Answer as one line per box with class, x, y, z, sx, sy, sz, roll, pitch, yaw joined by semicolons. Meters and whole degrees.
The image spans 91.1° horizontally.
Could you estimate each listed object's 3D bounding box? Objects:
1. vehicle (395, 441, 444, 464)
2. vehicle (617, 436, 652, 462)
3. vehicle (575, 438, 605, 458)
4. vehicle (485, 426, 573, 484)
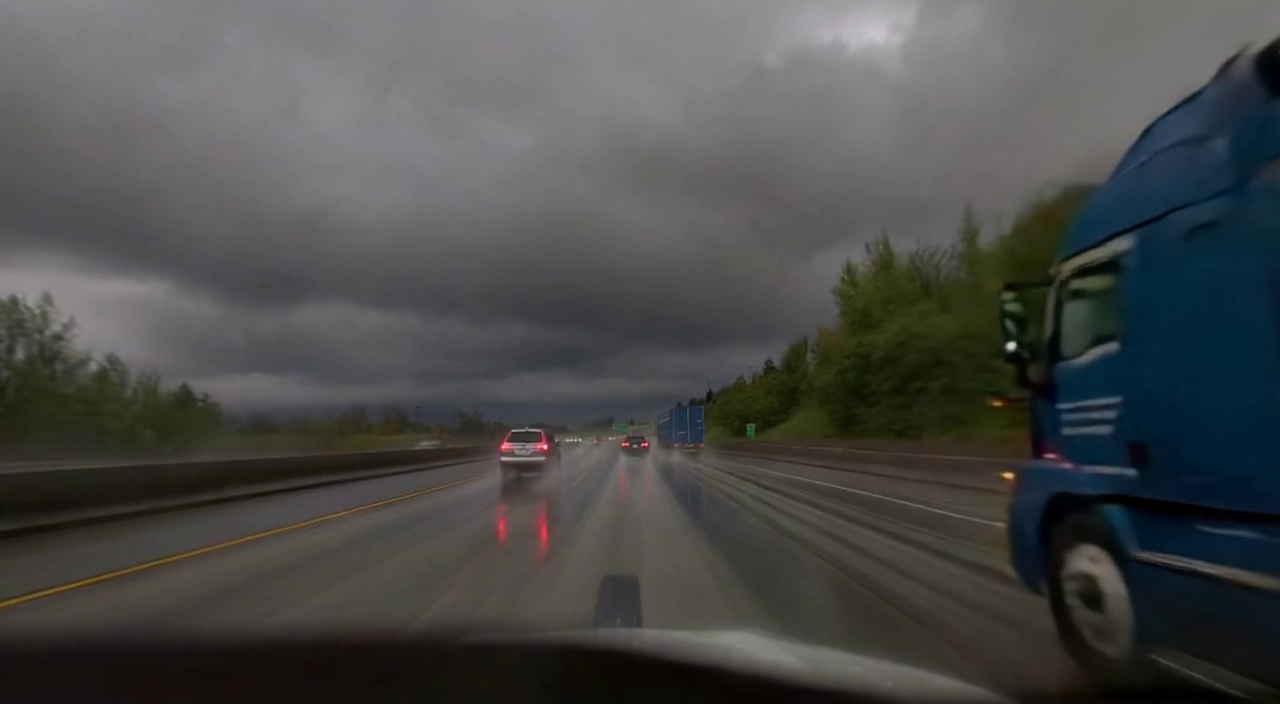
vehicle;-15.563;7.106;44.590;1.862;1.529;4.419;0;-8;0
vehicle;-0.382;6.192;40.384;2.088;1.567;4.240;0;-8;-1
vehicle;-3.862;7.465;49.095;2.021;1.514;4.190;0;-8;0
vehicle;-3.505;3.333;20.715;2.054;1.671;4.445;0;-8;0
